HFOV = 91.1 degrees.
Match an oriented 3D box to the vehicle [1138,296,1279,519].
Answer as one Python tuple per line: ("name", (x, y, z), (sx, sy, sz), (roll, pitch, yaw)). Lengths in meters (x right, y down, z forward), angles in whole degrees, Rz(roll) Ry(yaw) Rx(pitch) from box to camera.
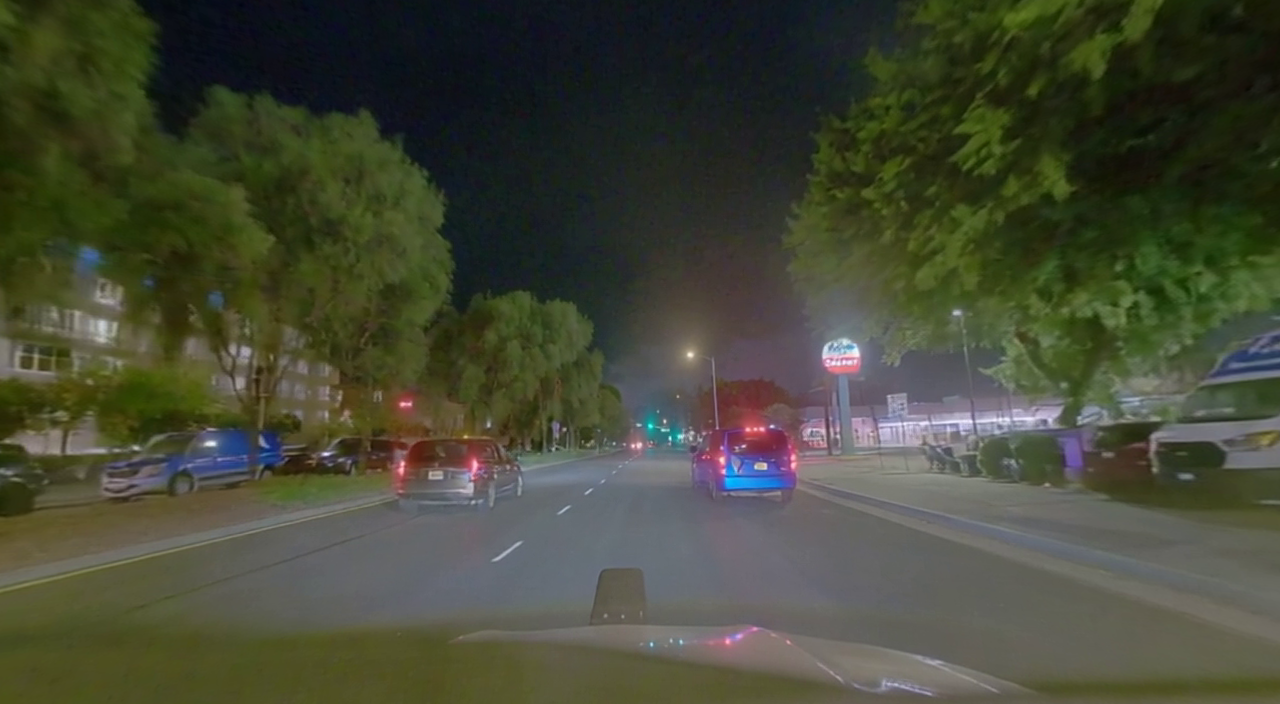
("vehicle", (13.161, 0.975, 10.425), (7.188, 3.303, 2.772), (0, -8, 0))

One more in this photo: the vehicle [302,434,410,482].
("vehicle", (-11.694, 4.383, 26.334), (2.117, 1.787, 4.917), (0, -8, 1))

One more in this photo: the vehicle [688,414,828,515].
("vehicle", (2.255, 2.328, 13.408), (2.293, 1.779, 4.457), (0, -8, 2))

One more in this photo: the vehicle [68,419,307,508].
("vehicle", (-11.856, 2.963, 17.193), (2.359, 2.018, 5.504), (0, -8, 1))

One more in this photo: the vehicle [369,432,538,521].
("vehicle", (-3.519, 2.432, 12.828), (1.966, 1.481, 4.385), (0, -8, 2))

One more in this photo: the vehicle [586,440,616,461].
("vehicle", (-2.800, 7.200, 45.868), (1.840, 1.442, 4.050), (0, -8, 1))
